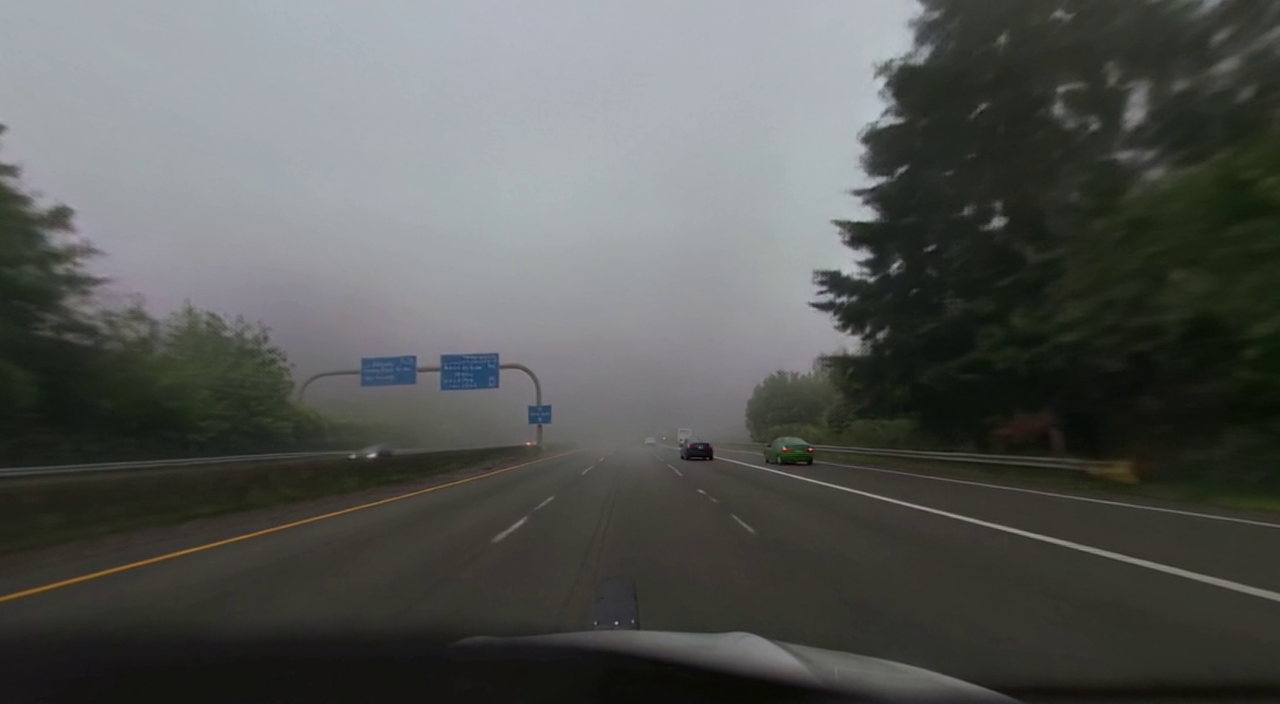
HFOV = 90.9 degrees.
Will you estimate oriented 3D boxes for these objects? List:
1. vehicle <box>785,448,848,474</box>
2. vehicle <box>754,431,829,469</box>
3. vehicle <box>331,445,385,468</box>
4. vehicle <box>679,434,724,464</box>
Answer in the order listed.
[{"bbox_3d":[6.772,4.187,24.419,1.535,0.862,2.814,0,-8,-2],"label":"vehicle"},{"bbox_3d":[6.648,4.338,28.263,2.003,1.522,4.940,0,-8,-1],"label":"vehicle"},{"bbox_3d":[-19.339,7.179,43.386,1.727,1.419,4.340,0,-8,0],"label":"vehicle"},{"bbox_3d":[3.147,5.029,32.906,1.819,1.468,3.770,0,-8,-2],"label":"vehicle"}]
